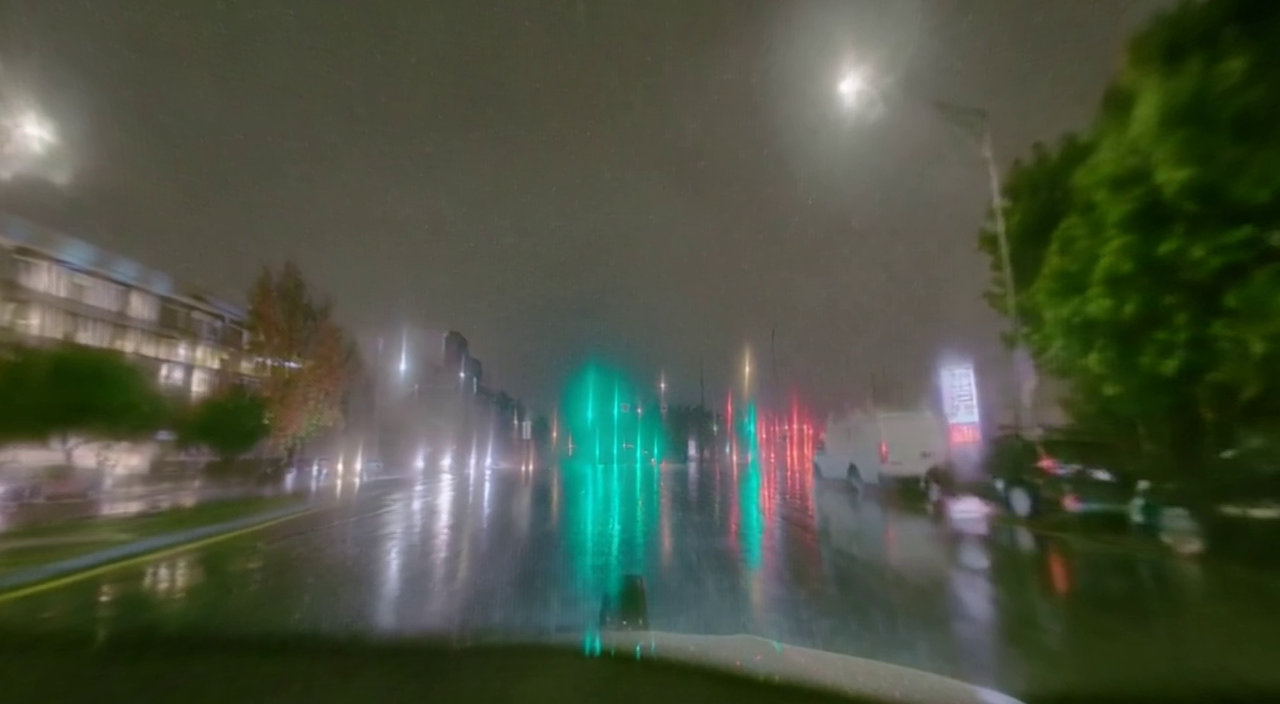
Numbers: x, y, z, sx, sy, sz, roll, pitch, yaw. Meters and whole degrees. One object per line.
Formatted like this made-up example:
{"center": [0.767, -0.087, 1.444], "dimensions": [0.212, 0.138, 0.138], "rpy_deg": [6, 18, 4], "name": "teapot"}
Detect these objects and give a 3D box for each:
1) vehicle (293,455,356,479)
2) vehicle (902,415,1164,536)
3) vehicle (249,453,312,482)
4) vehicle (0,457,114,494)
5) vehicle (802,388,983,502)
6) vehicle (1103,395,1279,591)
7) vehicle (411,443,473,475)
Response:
{"center": [-22.684, 8.236, 45.586], "dimensions": [1.838, 1.526, 5.104], "rpy_deg": [-1, -8, 1], "name": "vehicle"}
{"center": [6.904, 2.204, 11.894], "dimensions": [1.889, 1.799, 4.704], "rpy_deg": [0, -8, 0], "name": "vehicle"}
{"center": [-22.603, 7.258, 39.782], "dimensions": [1.875, 1.528, 3.717], "rpy_deg": [-5, -9, -2], "name": "vehicle"}
{"center": [-25.530, 5.271, 27.040], "dimensions": [4.194, 1.471, 1.834], "rpy_deg": [0, -8, -2], "name": "vehicle"}
{"center": [7.039, 2.759, 18.859], "dimensions": [2.391, 2.750, 6.853], "rpy_deg": [0, -8, -1], "name": "vehicle"}
{"center": [6.948, 1.294, 5.550], "dimensions": [2.089, 1.788, 4.817], "rpy_deg": [2, -8, 0], "name": "vehicle"}
{"center": [-12.417, 6.706, 39.881], "dimensions": [2.419, 1.787, 4.859], "rpy_deg": [-3, -8, 0], "name": "vehicle"}
